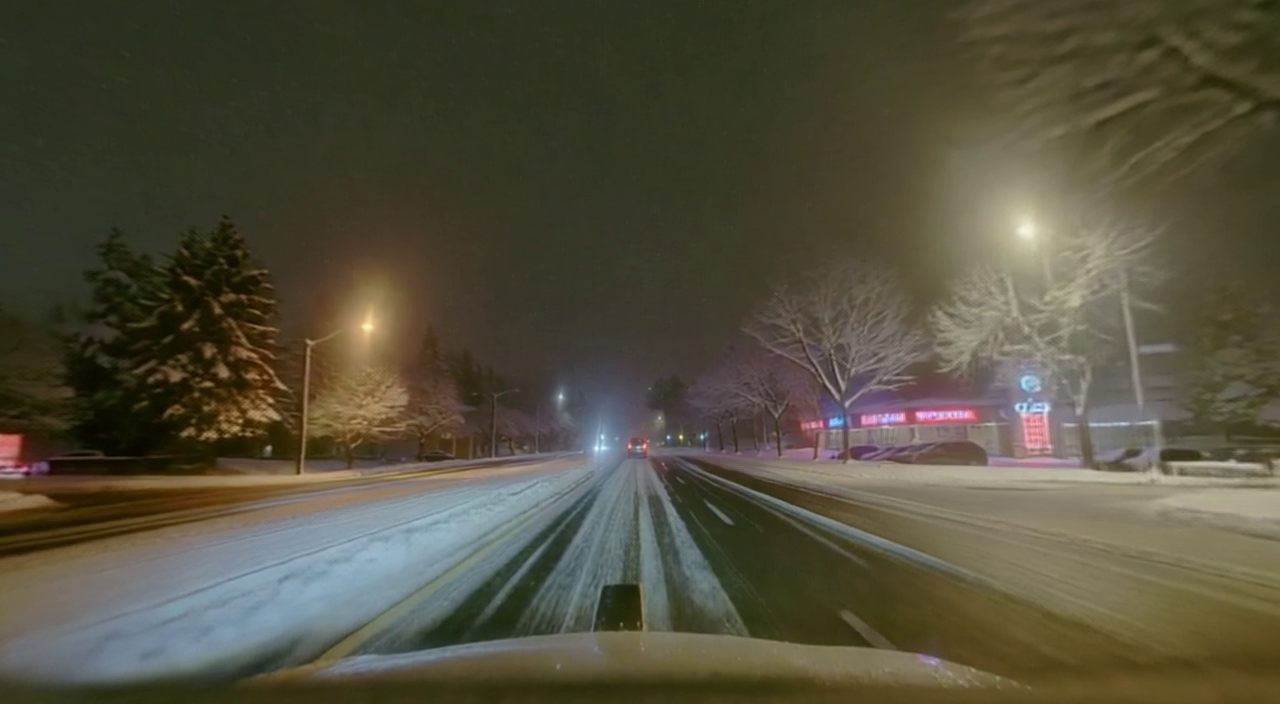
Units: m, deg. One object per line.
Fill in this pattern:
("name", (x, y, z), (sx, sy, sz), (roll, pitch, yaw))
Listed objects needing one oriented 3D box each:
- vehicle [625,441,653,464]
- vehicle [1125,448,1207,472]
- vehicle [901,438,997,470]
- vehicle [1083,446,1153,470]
("vehicle", (-0.087, 7.747, 48.872), (2.095, 1.647, 4.205), (0, -8, -1))
("vehicle", (34.565, 7.104, 41.669), (1.801, 1.425, 4.094), (0, -8, -2))
("vehicle", (18.946, 6.248, 38.885), (4.739, 1.916, 2.136), (0, -8, 1))
("vehicle", (31.774, 7.022, 42.123), (1.739, 1.471, 3.811), (0, -8, 1))
